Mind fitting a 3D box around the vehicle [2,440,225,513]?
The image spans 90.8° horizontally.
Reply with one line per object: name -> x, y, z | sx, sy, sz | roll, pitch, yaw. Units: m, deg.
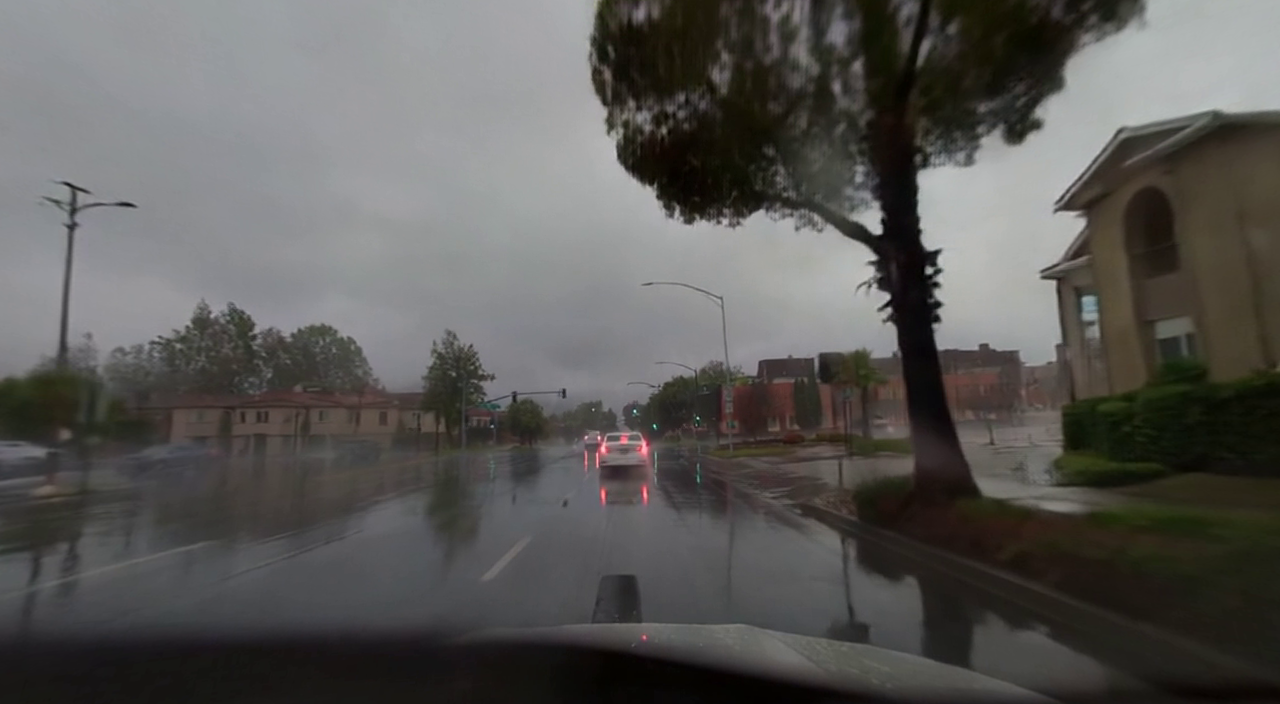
vehicle -> -12.525, 2.936, 15.568 | 1.903, 1.487, 4.784 | 1, -8, -8

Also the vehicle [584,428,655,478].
vehicle -> -0.589, 3.419, 21.509 | 2.060, 1.526, 3.859 | -1, -8, 4
